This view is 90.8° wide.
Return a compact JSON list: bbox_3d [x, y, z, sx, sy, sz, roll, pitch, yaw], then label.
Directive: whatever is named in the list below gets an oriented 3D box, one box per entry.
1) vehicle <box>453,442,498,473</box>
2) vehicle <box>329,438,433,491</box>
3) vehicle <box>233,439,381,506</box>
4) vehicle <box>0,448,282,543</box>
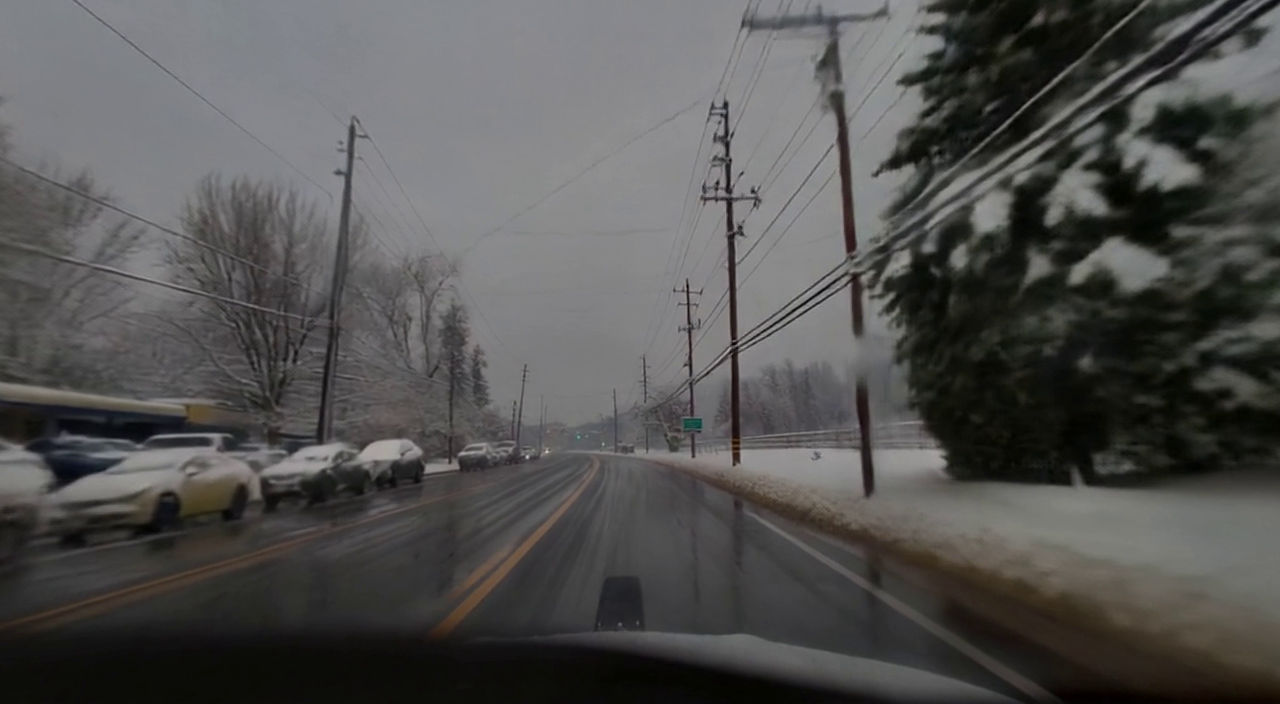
[{"bbox_3d":[-10.678,6.845,41.326,2.016,1.872,5.297,1,-9,-6],"label":"vehicle"},{"bbox_3d":[-9.725,4.258,24.265,1.983,1.799,5.276,0,-9,-3],"label":"vehicle"},{"bbox_3d":[-9.592,3.475,18.726,2.027,1.719,4.575,0,-9,-3],"label":"vehicle"},{"bbox_3d":[-9.248,2.639,12.383,1.878,1.471,4.698,0,-9,-2],"label":"vehicle"}]
